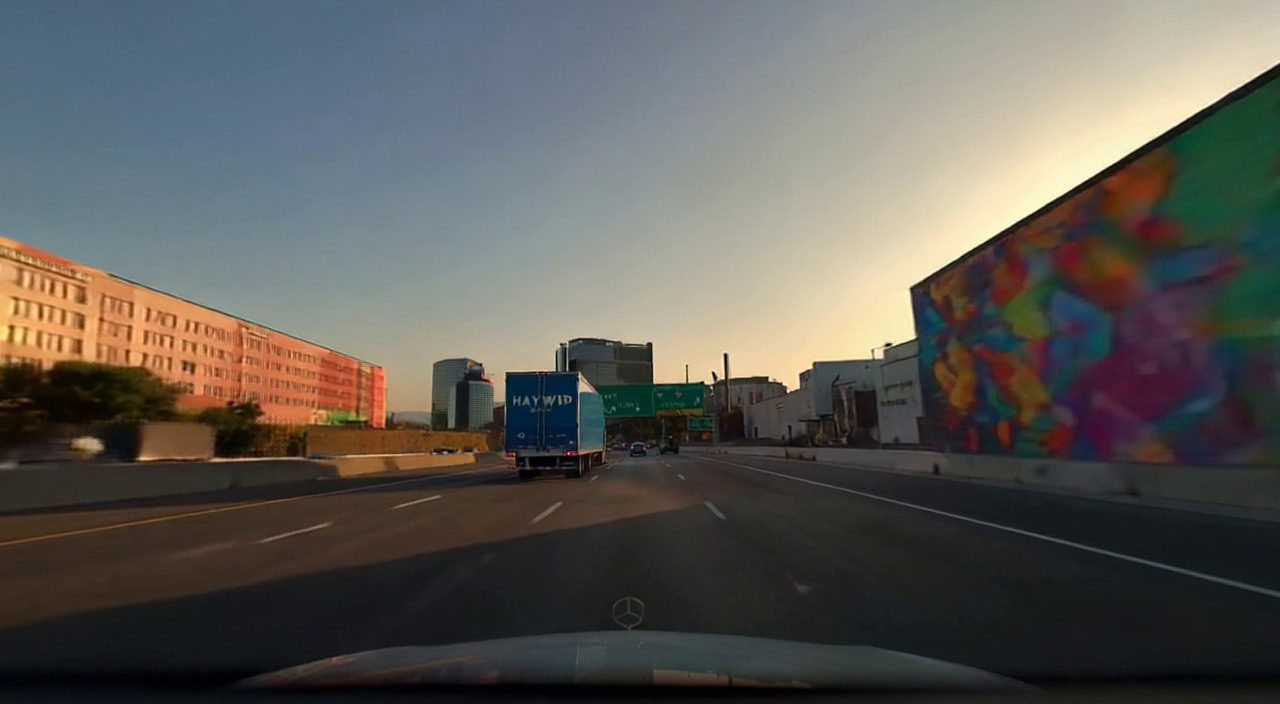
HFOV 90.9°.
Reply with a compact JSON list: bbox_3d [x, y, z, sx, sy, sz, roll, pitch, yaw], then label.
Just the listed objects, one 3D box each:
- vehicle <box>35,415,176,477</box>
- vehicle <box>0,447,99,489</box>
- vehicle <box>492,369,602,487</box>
[{"bbox_3d":[-31.766,5.604,37.878,2.956,3.386,6.009,0,-8,1],"label":"vehicle"},{"bbox_3d":[-24.235,4.494,24.727,1.875,1.493,4.610,0,-8,1],"label":"vehicle"},{"bbox_3d":[-3.497,3.169,26.449,2.977,4.048,8.890,1,-7,1],"label":"vehicle"}]
